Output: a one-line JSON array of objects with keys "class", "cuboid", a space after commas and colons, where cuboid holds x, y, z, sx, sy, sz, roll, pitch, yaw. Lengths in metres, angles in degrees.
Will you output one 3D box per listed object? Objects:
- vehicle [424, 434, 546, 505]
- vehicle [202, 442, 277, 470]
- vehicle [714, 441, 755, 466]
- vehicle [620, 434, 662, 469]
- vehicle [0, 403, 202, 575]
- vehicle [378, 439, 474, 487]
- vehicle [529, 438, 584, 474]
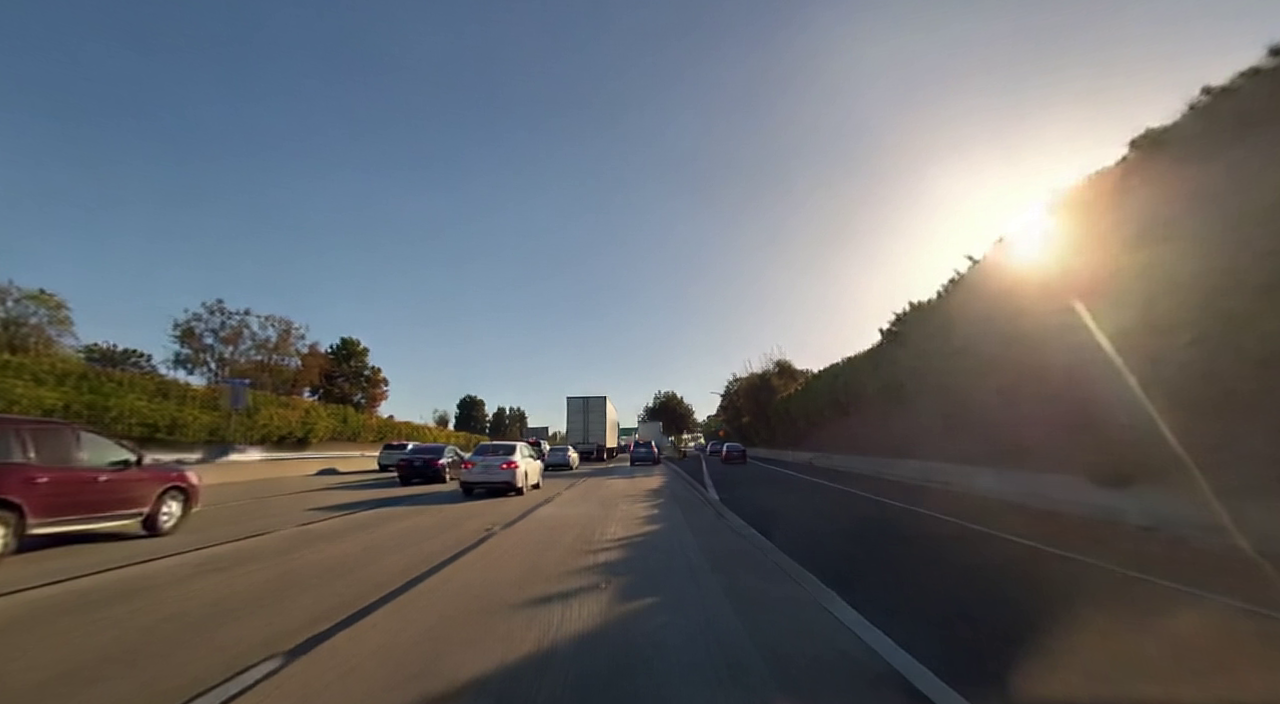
[{"class": "vehicle", "cuboid": [-3.811, 2.964, 16.422, 1.866, 1.568, 4.603, 0, -8, 2]}, {"class": "vehicle", "cuboid": [-24.723, 6.418, 39.137, 2.122, 1.602, 3.796, 0, -8, 0]}, {"class": "vehicle", "cuboid": [5.939, 6.427, 40.047, 2.176, 1.493, 3.955, -1, -8, 4]}, {"class": "vehicle", "cuboid": [0.078, 5.744, 36.513, 2.325, 1.864, 4.128, 0, -8, 1]}, {"class": "vehicle", "cuboid": [-7.733, 1.556, 7.398, 2.011, 1.789, 4.352, 0, -8, 0]}, {"class": "vehicle", "cuboid": [-7.592, 3.966, 22.823, 1.967, 1.555, 4.161, 0, -8, 1]}, {"class": "vehicle", "cuboid": [-4.045, 5.123, 31.232, 2.124, 1.627, 3.863, 0, -8, 1]}]
